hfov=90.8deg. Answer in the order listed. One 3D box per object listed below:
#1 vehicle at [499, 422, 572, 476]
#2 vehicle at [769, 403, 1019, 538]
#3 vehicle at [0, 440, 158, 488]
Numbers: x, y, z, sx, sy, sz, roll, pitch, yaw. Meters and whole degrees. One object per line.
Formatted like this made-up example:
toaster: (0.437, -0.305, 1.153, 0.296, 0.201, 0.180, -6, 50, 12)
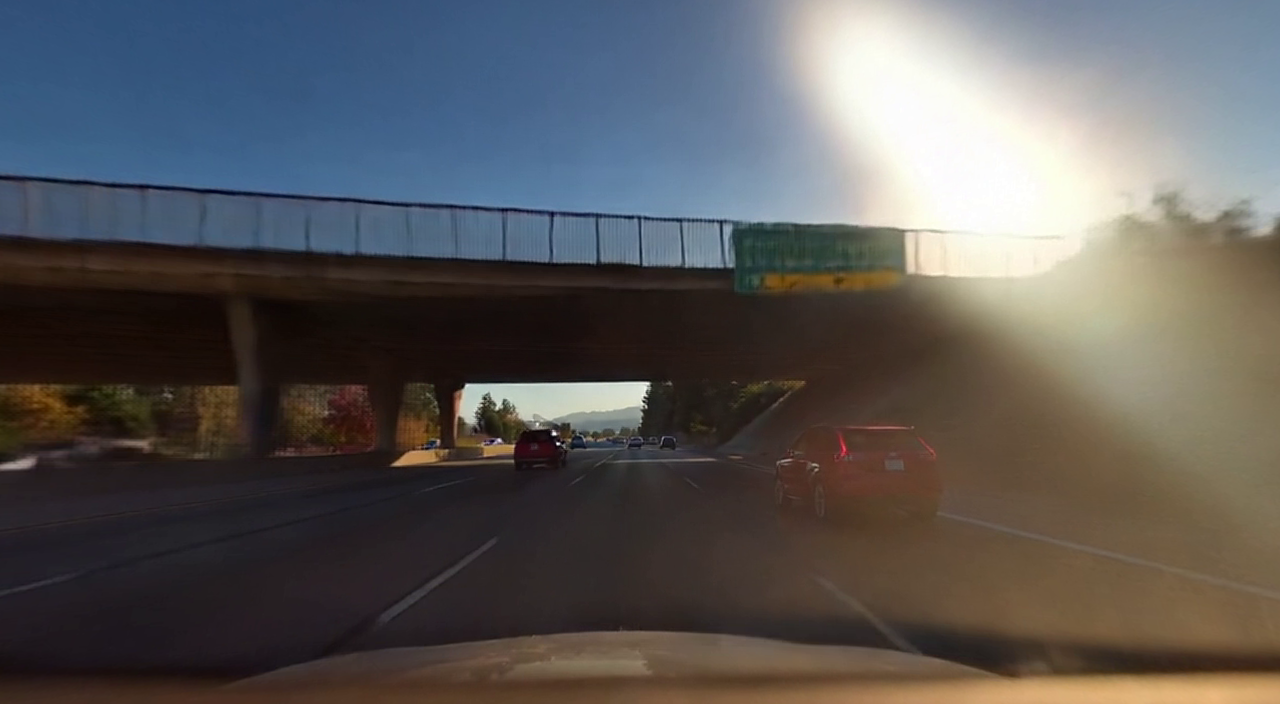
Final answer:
vehicle: (-3.941, 3.774, 24.698, 2.018, 1.872, 4.728, 0, -8, 0)
vehicle: (3.790, 1.878, 10.551, 2.185, 1.749, 4.477, 0, -8, -2)
vehicle: (-22.801, 4.492, 25.745, 2.224, 1.713, 5.176, 0, -9, 0)
